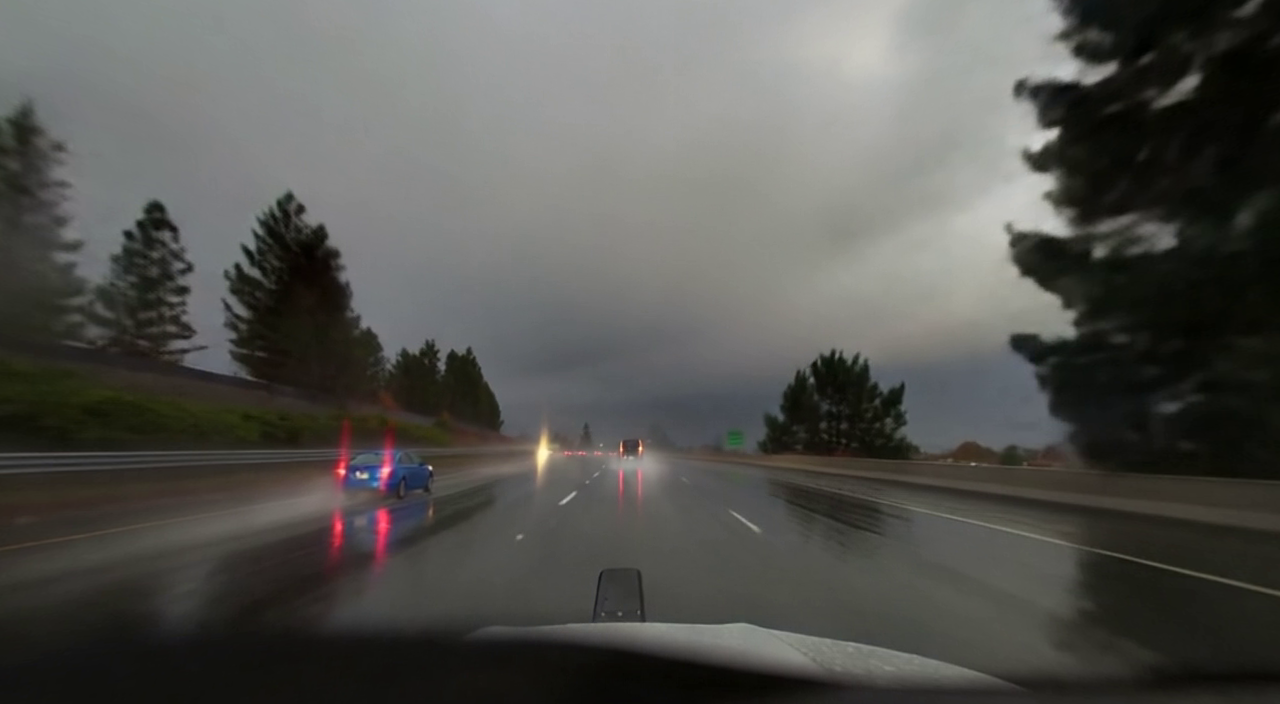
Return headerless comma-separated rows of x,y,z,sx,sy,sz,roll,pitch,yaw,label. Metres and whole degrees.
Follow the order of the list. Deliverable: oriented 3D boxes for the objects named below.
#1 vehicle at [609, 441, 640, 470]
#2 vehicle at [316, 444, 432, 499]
-1.109,7.152,43.779,1.990,1.878,4.079,0,-9,-3,vehicle
-7.934,3.572,19.287,1.915,1.479,3.843,0,-9,-1,vehicle
